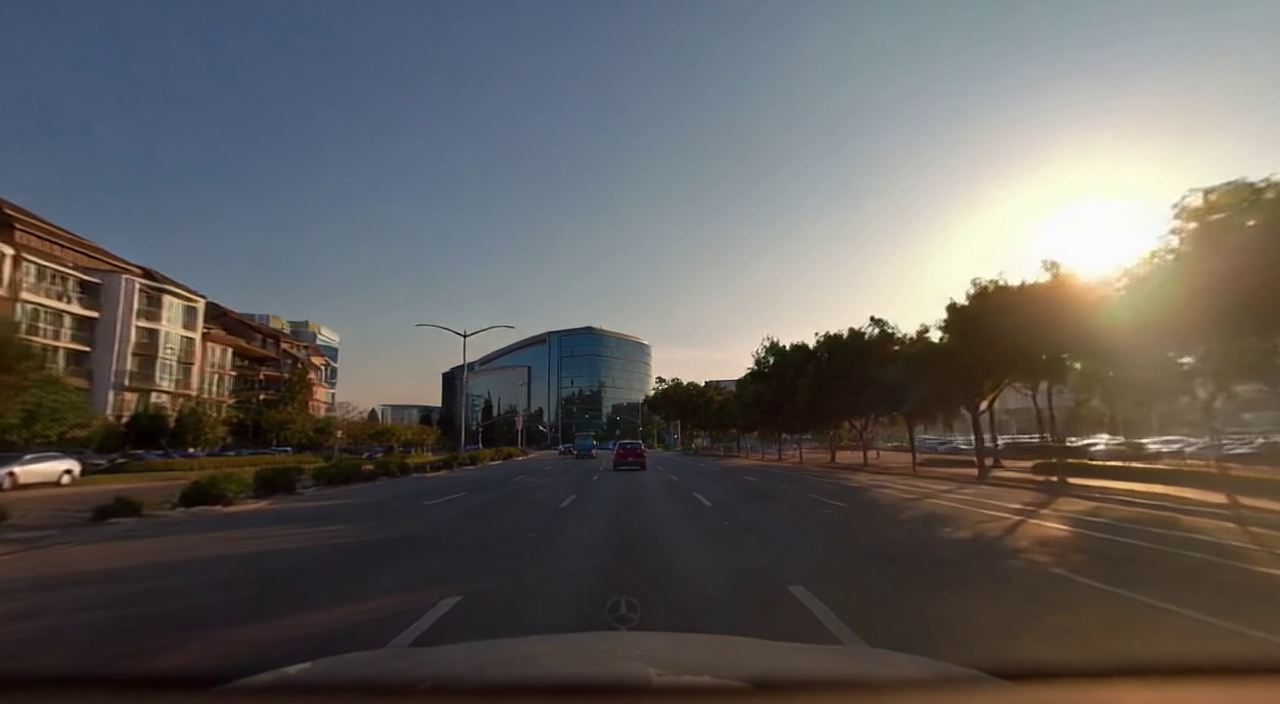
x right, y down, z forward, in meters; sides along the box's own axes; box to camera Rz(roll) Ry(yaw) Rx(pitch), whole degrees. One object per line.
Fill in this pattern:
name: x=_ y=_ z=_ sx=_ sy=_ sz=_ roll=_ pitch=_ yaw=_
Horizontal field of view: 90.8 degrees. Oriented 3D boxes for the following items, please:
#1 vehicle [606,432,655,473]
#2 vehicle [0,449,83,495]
vehicle: x=-0.494 y=4.935 z=31.267 sx=2.260 sy=1.872 sz=4.578 roll=0 pitch=-8 yaw=-1
vehicle: x=-27.013 y=5.087 z=27.030 sx=1.978 sy=1.835 sz=4.932 roll=1 pitch=-8 yaw=-3
